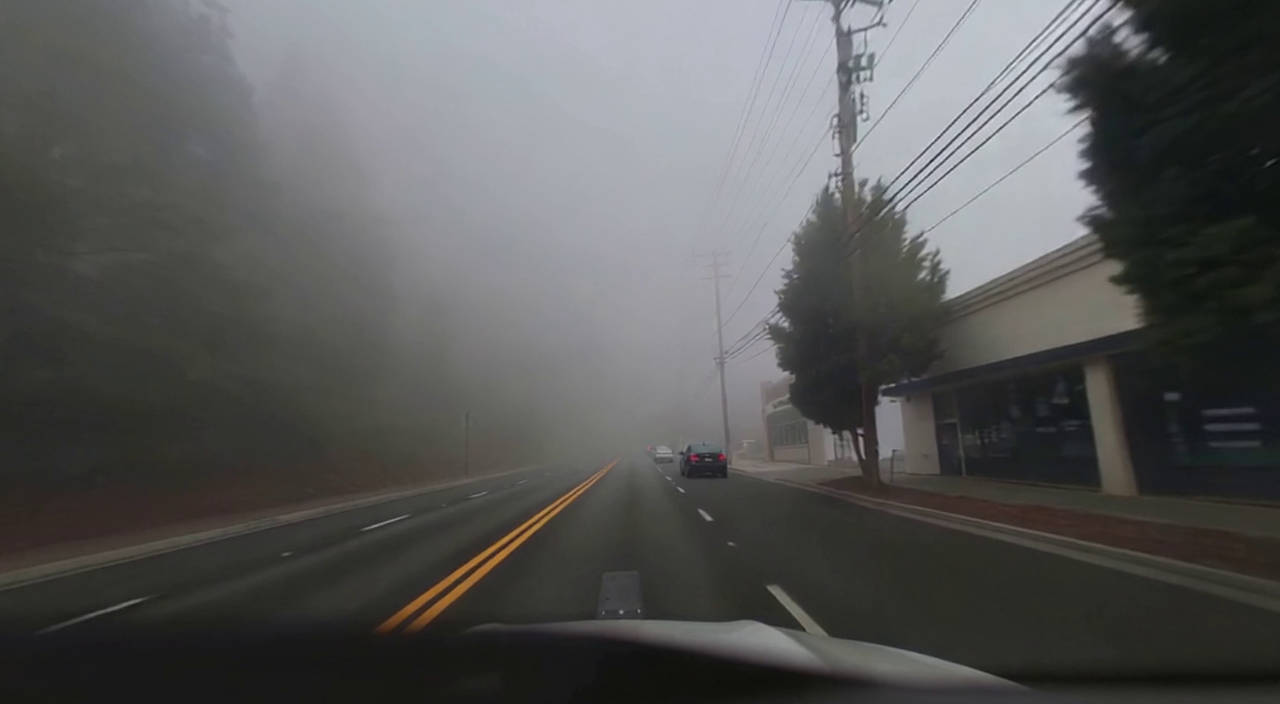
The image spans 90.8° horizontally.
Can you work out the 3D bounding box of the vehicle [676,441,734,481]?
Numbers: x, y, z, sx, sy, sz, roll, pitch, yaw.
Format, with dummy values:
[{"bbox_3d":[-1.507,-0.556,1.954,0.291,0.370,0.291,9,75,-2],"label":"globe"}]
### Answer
[{"bbox_3d":[2.620,4.480,26.183,1.975,1.497,3.647,0,-9,-1],"label":"vehicle"}]
